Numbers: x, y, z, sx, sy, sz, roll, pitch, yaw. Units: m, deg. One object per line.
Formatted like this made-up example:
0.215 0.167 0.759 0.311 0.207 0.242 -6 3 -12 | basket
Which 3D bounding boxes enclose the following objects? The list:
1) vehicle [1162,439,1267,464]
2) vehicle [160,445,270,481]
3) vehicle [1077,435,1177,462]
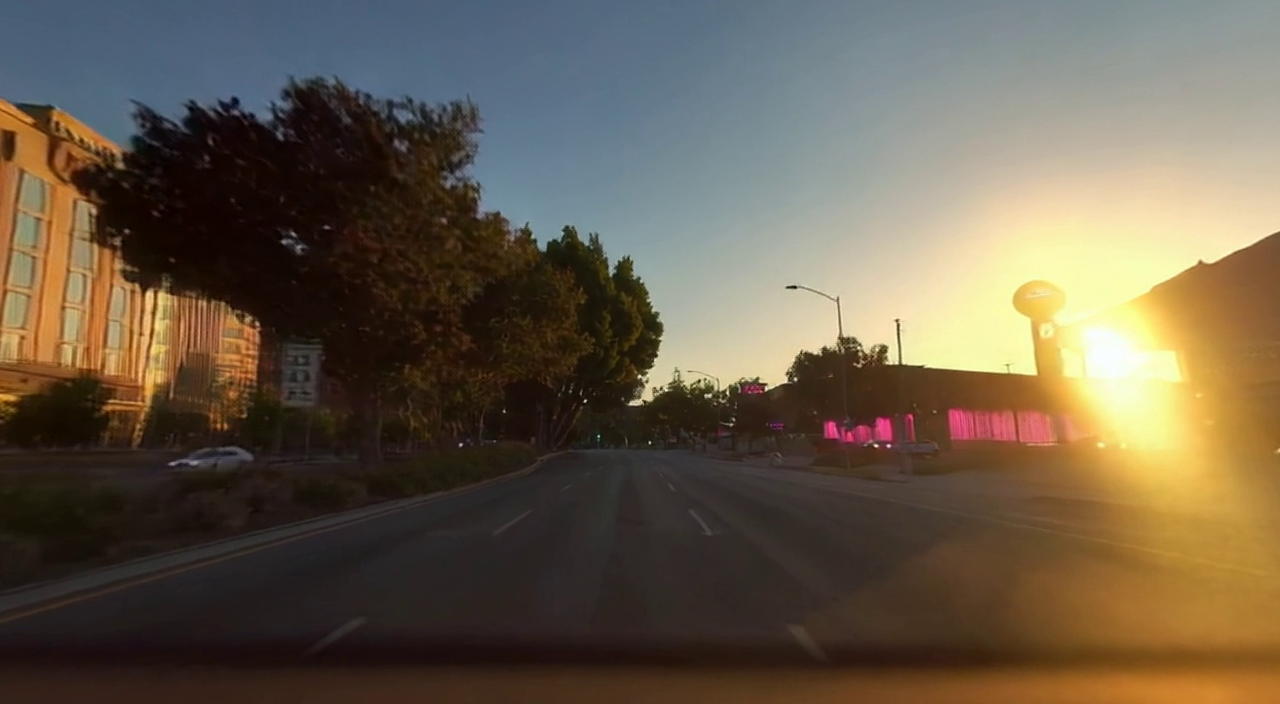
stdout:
36.391 6.301 40.017 4.569 1.493 1.740 -1 -9 11 | vehicle
-18.805 4.884 28.178 1.859 1.443 4.466 0 -8 -1 | vehicle
36.187 7.158 46.977 5.218 1.927 2.387 -1 -9 10 | vehicle
